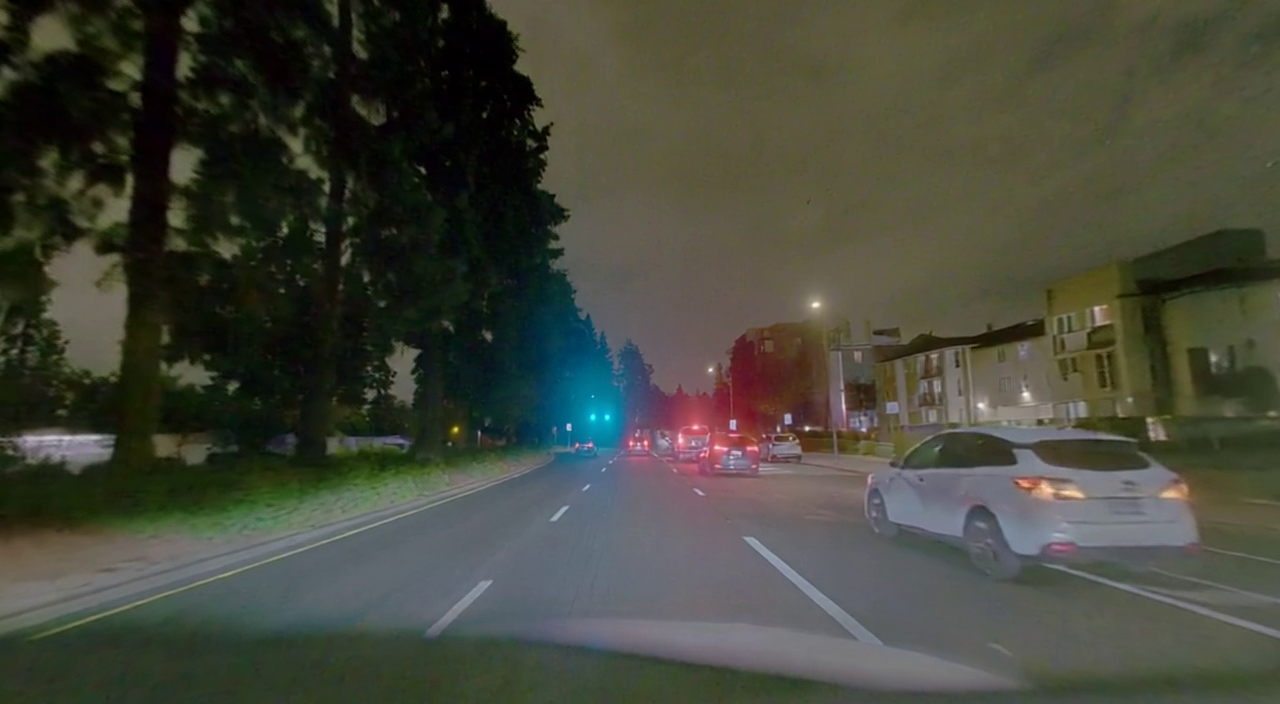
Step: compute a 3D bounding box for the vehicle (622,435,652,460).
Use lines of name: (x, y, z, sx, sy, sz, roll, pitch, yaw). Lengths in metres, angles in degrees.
vehicle: (-0.233, 6.843, 45.430, 2.052, 1.693, 4.554, 0, -8, 0)

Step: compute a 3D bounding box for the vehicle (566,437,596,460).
vehicle: (-4.555, 7.528, 49.546, 2.083, 1.691, 4.398, 1, -8, -3)

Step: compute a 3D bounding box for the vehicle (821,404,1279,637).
vehicle: (3.766, 1.466, 6.671, 2.165, 1.513, 4.911, 0, -8, -1)

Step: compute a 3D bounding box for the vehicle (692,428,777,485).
vehicle: (3.045, 3.516, 21.525, 2.041, 1.688, 4.717, 0, -8, -2)

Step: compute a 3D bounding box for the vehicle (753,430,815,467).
vehicle: (7.744, 5.198, 34.444, 2.014, 1.767, 4.910, 2, -6, -4)
